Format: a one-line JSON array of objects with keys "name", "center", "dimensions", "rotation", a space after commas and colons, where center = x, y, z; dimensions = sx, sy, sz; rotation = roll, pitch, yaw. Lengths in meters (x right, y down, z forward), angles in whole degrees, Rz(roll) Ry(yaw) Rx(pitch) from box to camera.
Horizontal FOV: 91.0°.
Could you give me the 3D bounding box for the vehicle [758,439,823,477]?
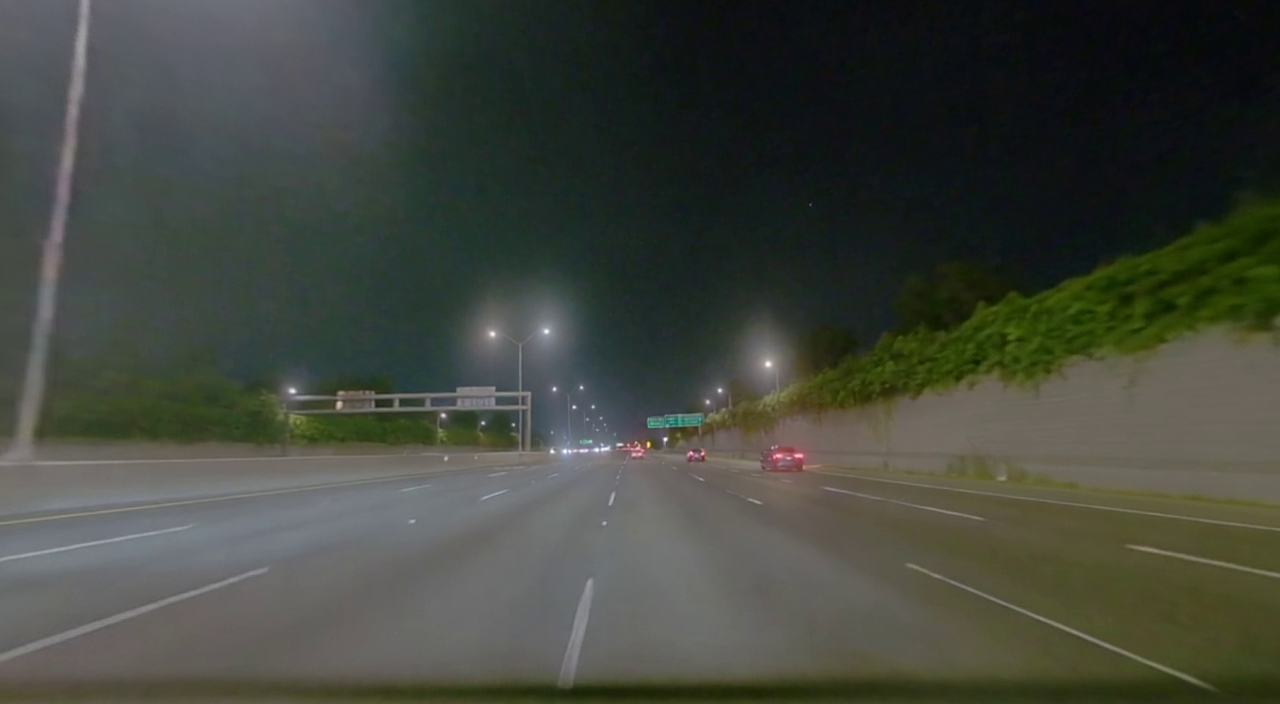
[{"name": "vehicle", "center": [7.684, 5.451, 32.564], "dimensions": [2.167, 1.781, 4.340], "rotation": [0, -9, -1]}]
